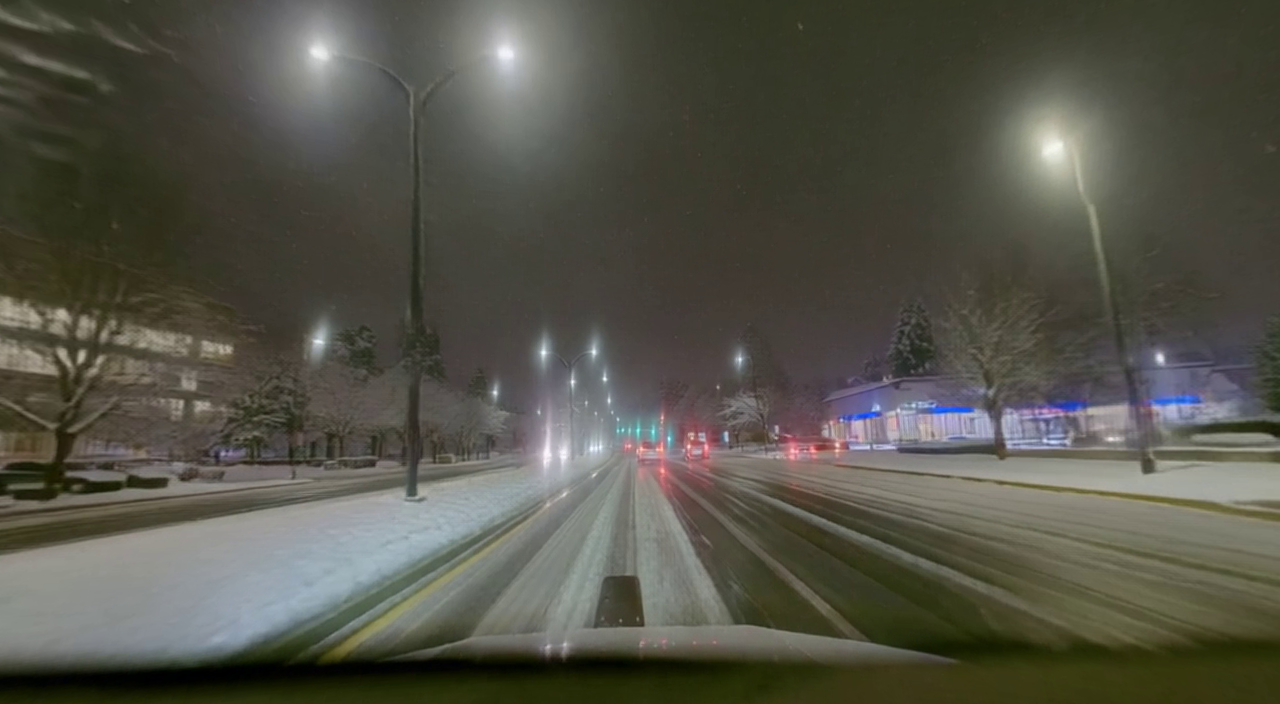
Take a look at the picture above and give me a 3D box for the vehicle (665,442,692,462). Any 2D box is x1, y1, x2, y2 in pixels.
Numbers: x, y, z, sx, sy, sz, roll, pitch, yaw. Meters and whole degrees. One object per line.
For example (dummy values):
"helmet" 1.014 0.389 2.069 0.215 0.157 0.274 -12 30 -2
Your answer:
"vehicle" 2.894 7.587 47.943 1.685 1.441 3.795 0 -8 -1

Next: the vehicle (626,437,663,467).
"vehicle" 0.218 5.953 37.714 2.100 1.683 4.231 0 -8 0

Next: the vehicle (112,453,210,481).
"vehicle" -30.266 7.262 39.997 4.621 1.670 1.895 0 -8 -1

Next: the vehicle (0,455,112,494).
"vehicle" -28.712 5.936 30.931 1.990 1.662 4.352 0 -8 -2
